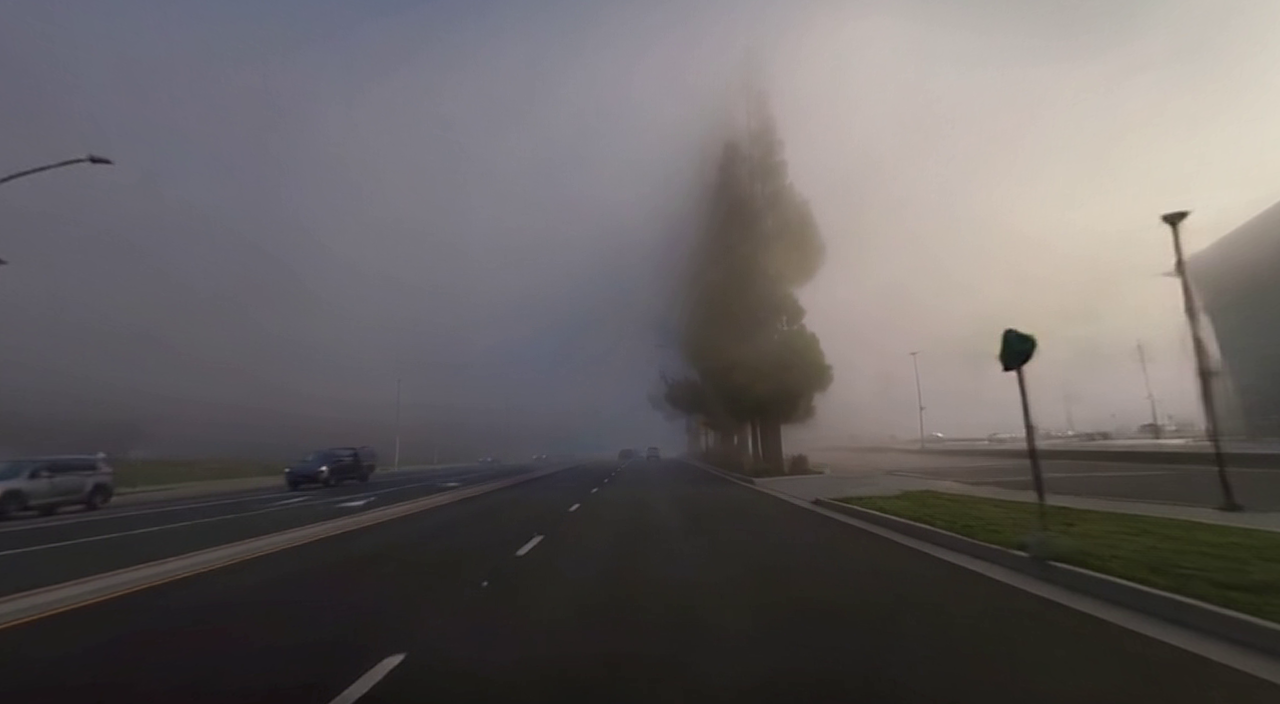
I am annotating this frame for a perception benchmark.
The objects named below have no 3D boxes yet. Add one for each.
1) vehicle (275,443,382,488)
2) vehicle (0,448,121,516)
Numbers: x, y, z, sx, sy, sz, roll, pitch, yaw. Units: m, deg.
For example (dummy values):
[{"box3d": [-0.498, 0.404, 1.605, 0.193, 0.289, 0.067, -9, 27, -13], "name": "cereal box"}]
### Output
[{"box3d": [-13.410, 4.885, 27.424, 2.145, 1.754, 4.777, 0, -8, 1], "name": "vehicle"}, {"box3d": [-17.316, 3.594, 17.406, 1.998, 1.724, 4.486, -3, -9, 0], "name": "vehicle"}]
